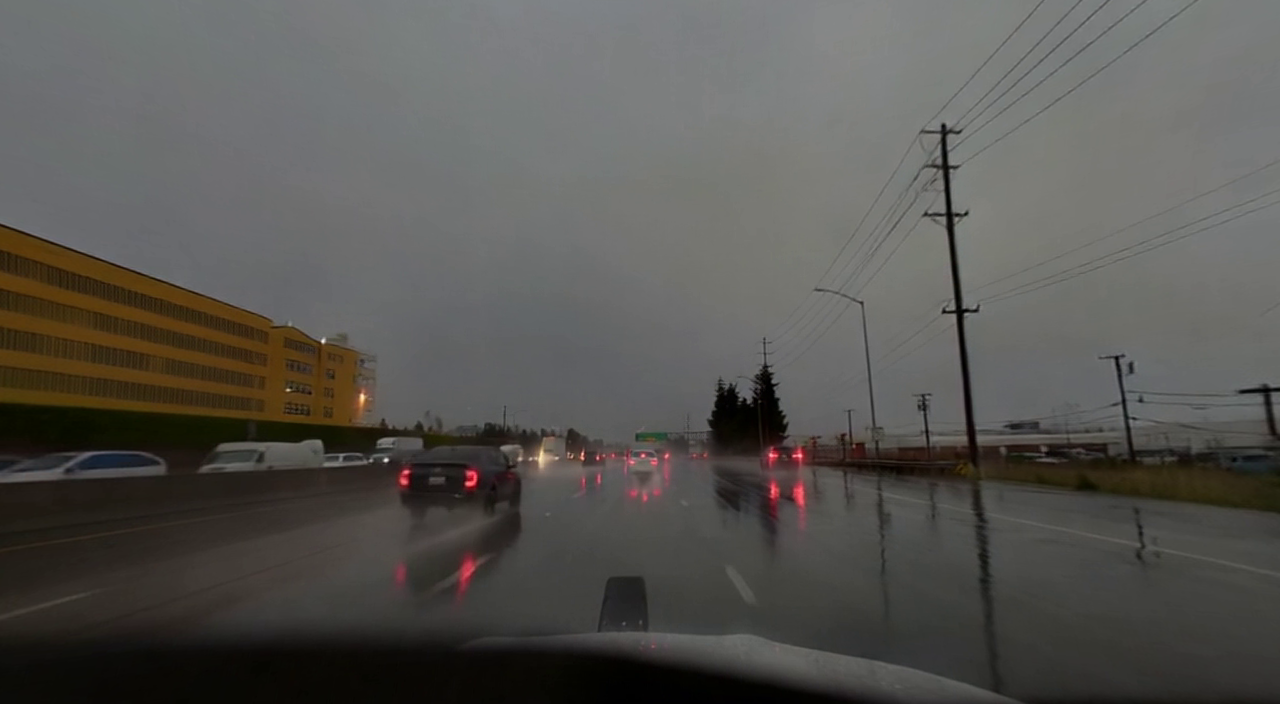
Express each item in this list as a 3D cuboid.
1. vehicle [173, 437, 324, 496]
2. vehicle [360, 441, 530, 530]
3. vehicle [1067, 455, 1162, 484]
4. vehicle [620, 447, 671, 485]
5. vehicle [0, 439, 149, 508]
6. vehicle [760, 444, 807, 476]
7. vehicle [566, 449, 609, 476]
[{"bbox_3d":[-12.743,3.739,20.974,2.037,1.712,4.530,-1,-8,1],"label":"vehicle"},{"bbox_3d":[-3.810,2.671,13.345,2.059,1.508,4.662,-1,-8,1],"label":"vehicle"},{"bbox_3d":[27.802,6.867,37.133,1.820,1.512,4.294,1,-9,-9],"label":"vehicle"},{"bbox_3d":[0.243,5.034,28.160,2.107,1.538,3.999,-1,-8,0],"label":"vehicle"},{"bbox_3d":[-16.471,3.264,17.395,2.017,1.664,4.715,0,-8,0],"label":"vehicle"},{"bbox_3d":[8.792,6.648,39.077,2.106,1.817,4.845,-1,-8,4],"label":"vehicle"},{"bbox_3d":[-3.114,6.636,37.976,2.034,1.466,4.363,-1,-8,3],"label":"vehicle"}]
